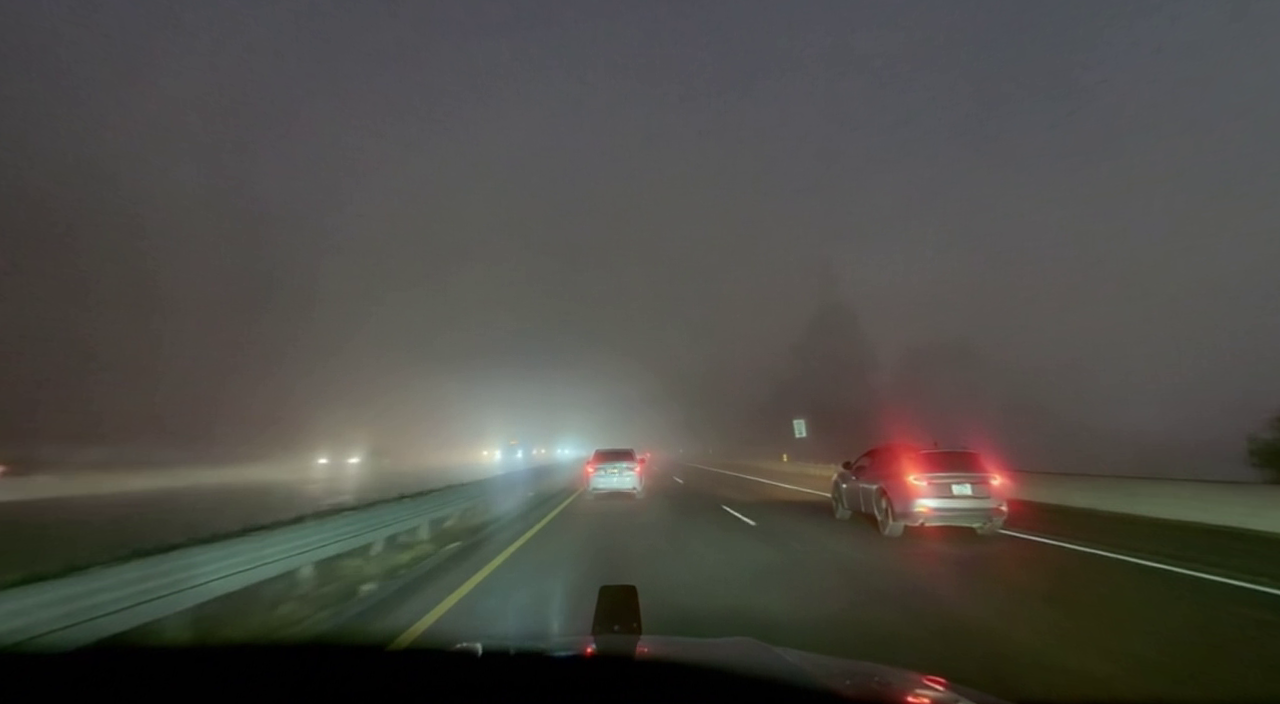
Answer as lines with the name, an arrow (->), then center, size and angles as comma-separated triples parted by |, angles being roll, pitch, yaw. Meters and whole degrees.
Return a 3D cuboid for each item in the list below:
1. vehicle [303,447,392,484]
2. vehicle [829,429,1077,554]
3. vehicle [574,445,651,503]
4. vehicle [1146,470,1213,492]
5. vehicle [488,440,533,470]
vehicle -> -12.691, 4.934, 27.538 | 1.919, 1.502, 4.134 | 0, -9, -1
vehicle -> 4.517, 2.053, 9.814 | 1.910, 1.554, 3.718 | 0, -9, -1
vehicle -> -0.745, 3.529, 18.585 | 2.013, 1.479, 4.169 | 0, -9, -1
vehicle -> 42.015, 10.021, 48.937 | 1.775, 1.512, 3.972 | -1, -9, 3
vehicle -> -8.863, 7.125, 43.352 | 2.126, 1.921, 5.104 | 0, -9, -1
